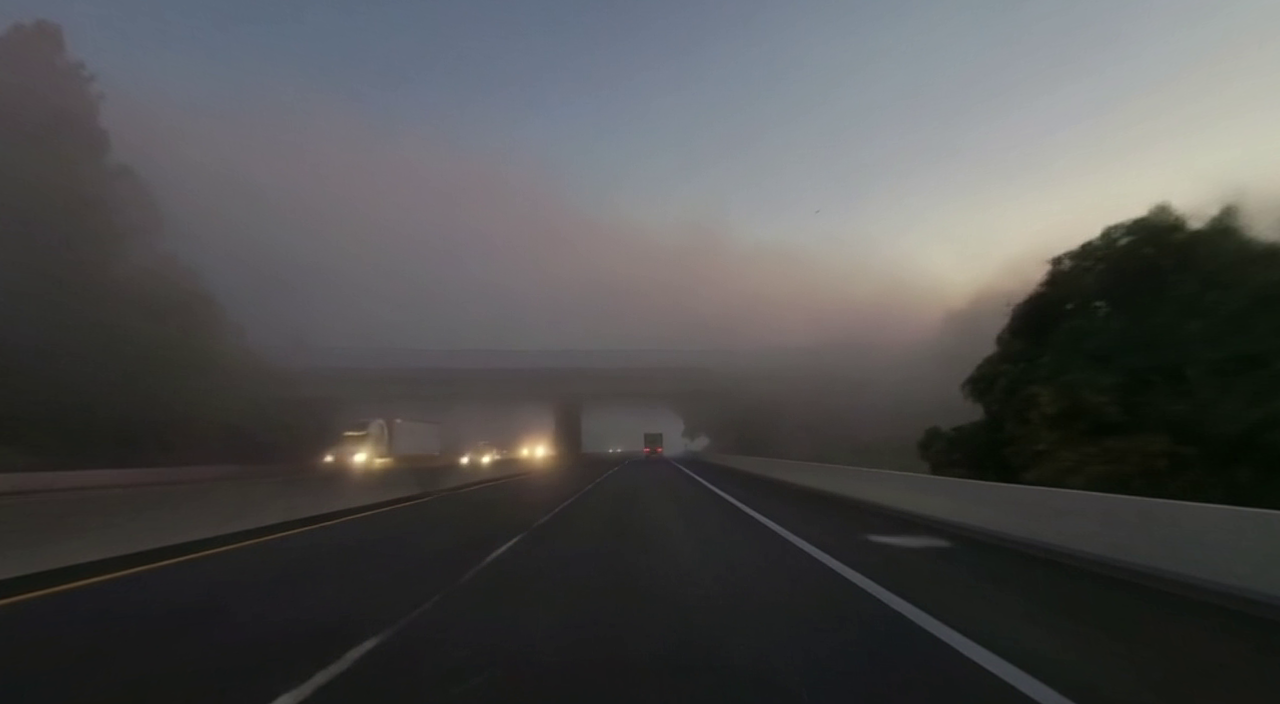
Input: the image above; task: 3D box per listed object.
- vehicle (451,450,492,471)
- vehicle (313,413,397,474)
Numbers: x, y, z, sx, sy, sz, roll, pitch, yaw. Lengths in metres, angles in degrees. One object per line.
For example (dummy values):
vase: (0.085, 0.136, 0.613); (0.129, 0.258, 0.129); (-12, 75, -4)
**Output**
vehicle: (-12.506, 8.092, 47.096); (1.897, 1.461, 4.172); (0, -9, 1)
vehicle: (-20.060, 6.569, 44.881); (3.007, 4.007, 5.965); (0, -9, 1)
